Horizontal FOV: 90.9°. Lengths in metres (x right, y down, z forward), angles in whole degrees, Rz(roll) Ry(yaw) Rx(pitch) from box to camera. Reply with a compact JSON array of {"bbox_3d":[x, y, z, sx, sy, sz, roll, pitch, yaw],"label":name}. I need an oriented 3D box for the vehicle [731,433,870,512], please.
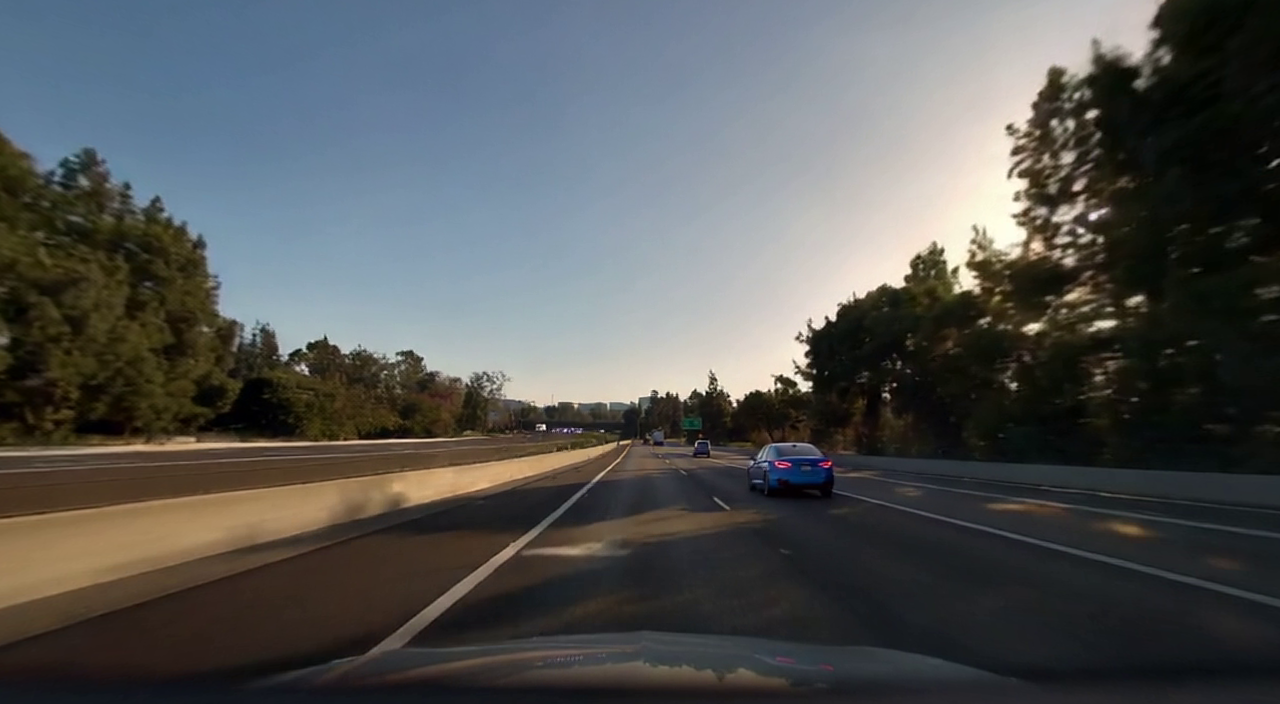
[{"bbox_3d":[3.517,2.741,14.774,2.050,1.546,4.344,-1,-9,-1],"label":"vehicle"}]
